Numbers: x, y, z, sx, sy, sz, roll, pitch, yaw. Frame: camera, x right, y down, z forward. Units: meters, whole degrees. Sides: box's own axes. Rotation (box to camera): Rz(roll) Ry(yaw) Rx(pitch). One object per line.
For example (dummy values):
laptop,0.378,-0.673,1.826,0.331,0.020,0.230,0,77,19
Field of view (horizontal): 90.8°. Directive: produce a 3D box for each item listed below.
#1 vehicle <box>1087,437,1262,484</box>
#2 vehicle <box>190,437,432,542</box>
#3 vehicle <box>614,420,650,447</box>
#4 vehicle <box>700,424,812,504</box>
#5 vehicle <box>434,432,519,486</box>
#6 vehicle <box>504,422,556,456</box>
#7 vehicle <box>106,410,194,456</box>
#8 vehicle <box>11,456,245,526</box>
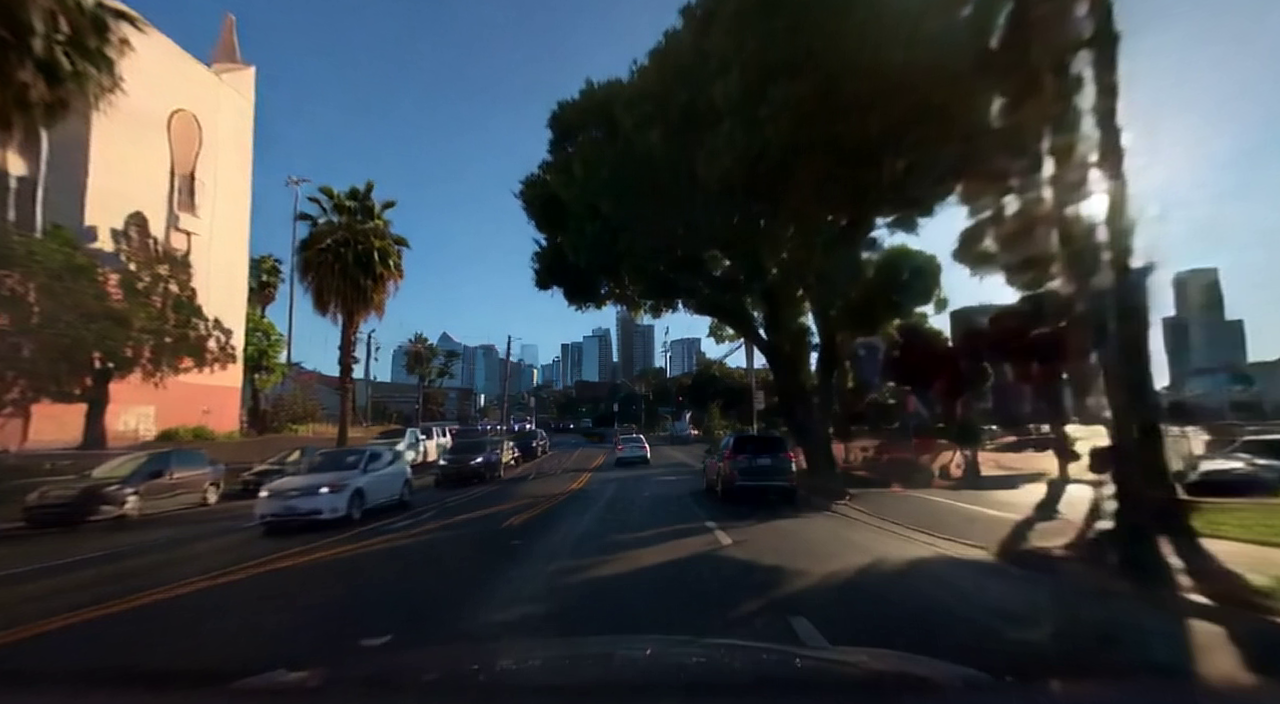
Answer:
vehicle,20.327,4.117,24.212,4.540,1.386,2.337,-4,-9,-1
vehicle,-5.798,2.449,12.021,2.168,1.572,4.635,0,-8,-1
vehicle,-0.582,5.312,40.926,2.196,1.655,3.939,0,-8,-3
vehicle,2.939,2.952,17.036,1.995,1.858,4.333,0,-8,-3
vehicle,-6.248,4.144,24.802,2.138,1.858,4.788,0,-8,-1
vehicle,-6.385,5.172,37.294,2.295,1.837,4.680,0,-8,-1
vehicle,-21.635,3.561,27.873,3.716,1.517,1.826,3,-7,35
vehicle,-12.095,3.275,15.449,2.019,1.345,4.444,0,-8,0
